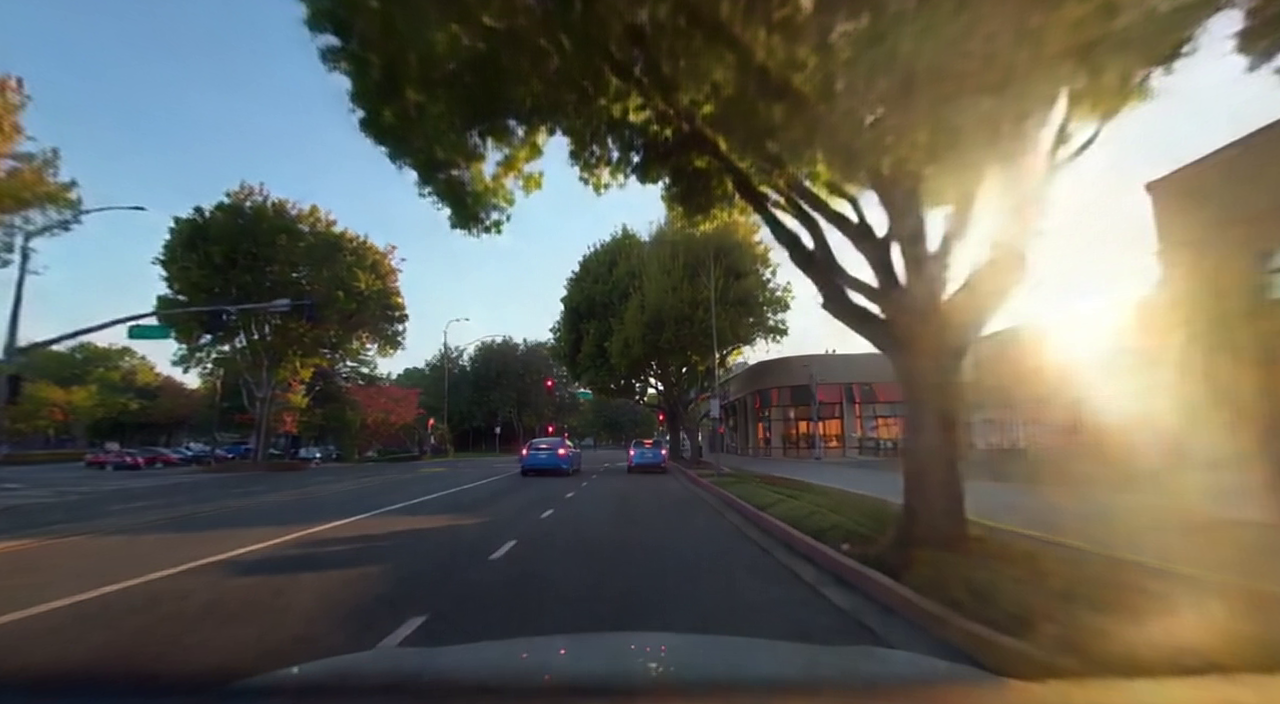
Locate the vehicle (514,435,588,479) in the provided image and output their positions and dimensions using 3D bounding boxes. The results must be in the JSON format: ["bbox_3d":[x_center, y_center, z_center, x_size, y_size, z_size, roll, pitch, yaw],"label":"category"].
[{"bbox_3d":[-3.210,3.889,23.621,2.032,1.467,4.411,0,-8,1],"label":"vehicle"}]

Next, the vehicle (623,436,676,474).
[{"bbox_3d":[0.357,4.263,26.433,2.059,1.456,4.047,0,-8,0],"label":"vehicle"}]
